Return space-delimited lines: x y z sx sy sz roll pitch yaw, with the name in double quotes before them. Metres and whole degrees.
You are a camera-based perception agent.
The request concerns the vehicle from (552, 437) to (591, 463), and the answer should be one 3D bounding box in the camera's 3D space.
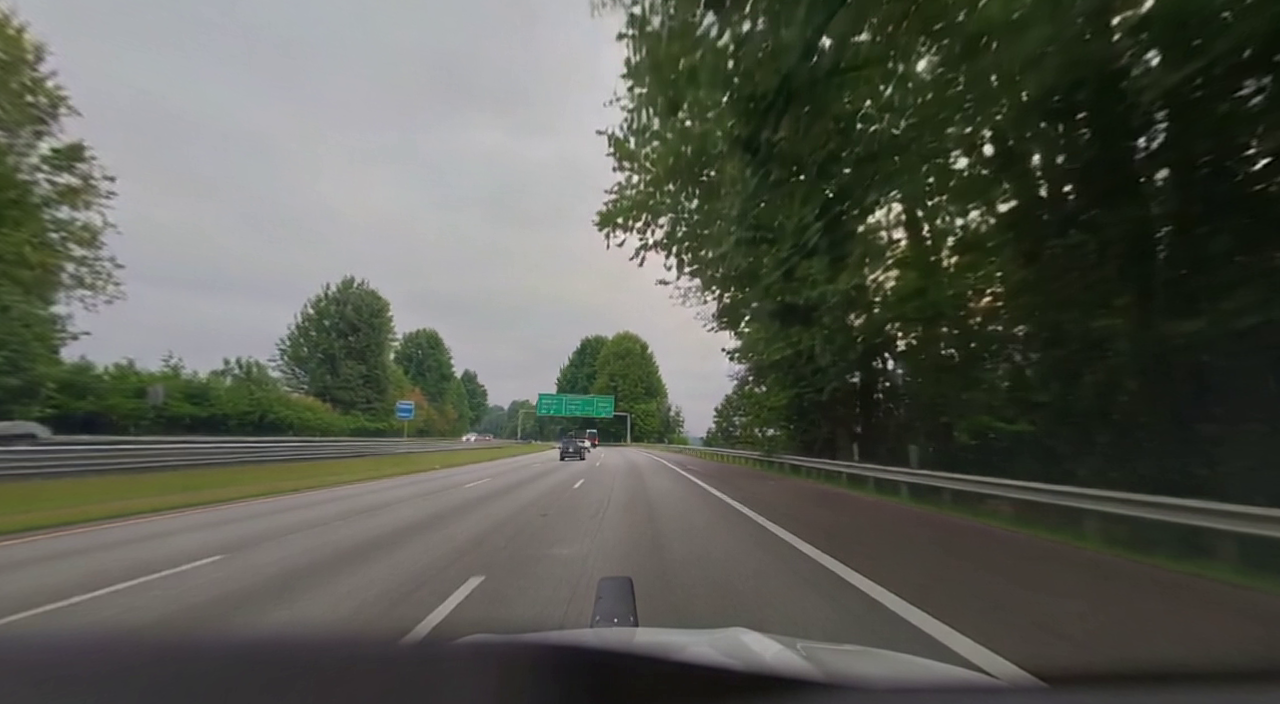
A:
"vehicle" -4.572 6.665 42.849 2.217 1.604 4.614 0 -8 -1
